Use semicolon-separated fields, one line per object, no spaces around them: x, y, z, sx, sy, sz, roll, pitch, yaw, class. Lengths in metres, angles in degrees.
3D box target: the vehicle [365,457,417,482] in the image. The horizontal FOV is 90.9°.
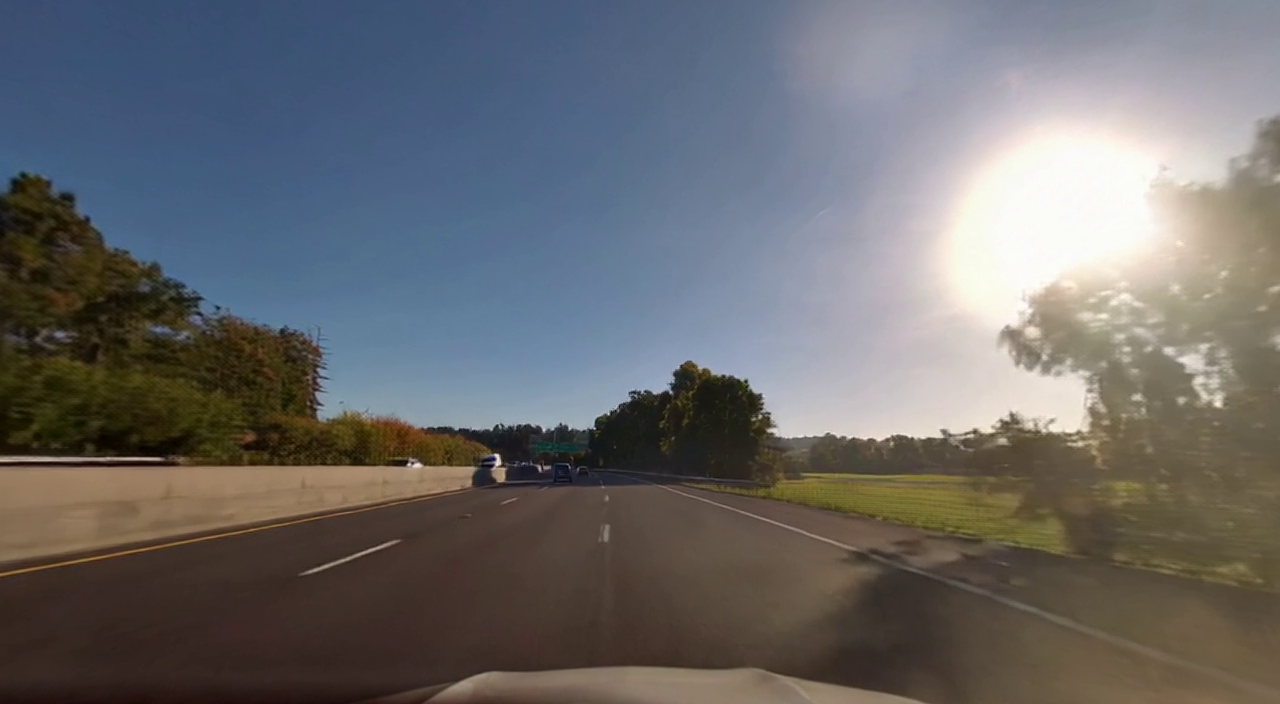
-16.675;7.909;42.432;1.862;1.517;4.515;1;-10;-4;vehicle
